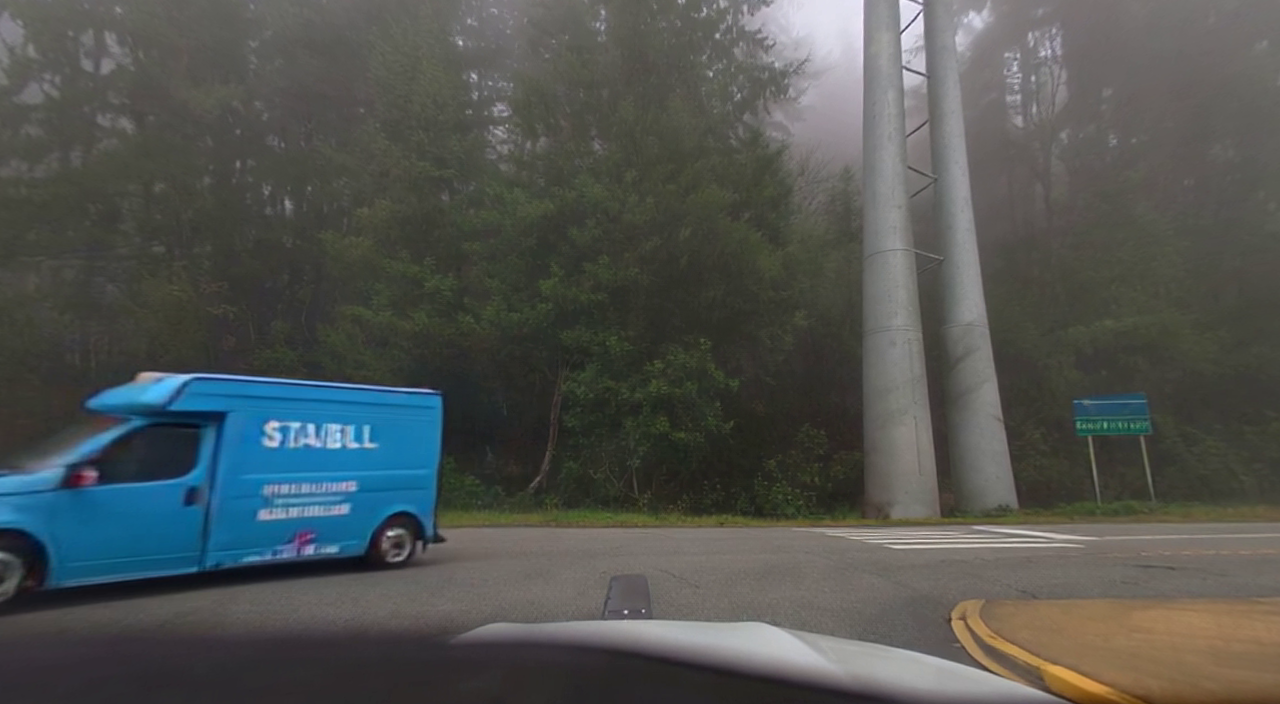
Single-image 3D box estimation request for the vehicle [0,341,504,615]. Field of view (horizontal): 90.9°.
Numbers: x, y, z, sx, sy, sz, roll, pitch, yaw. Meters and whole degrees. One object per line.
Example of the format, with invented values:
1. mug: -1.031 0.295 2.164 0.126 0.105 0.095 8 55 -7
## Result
1. vehicle: -4.918 1.413 7.597 5.923 2.424 2.247 6 -11 -35
